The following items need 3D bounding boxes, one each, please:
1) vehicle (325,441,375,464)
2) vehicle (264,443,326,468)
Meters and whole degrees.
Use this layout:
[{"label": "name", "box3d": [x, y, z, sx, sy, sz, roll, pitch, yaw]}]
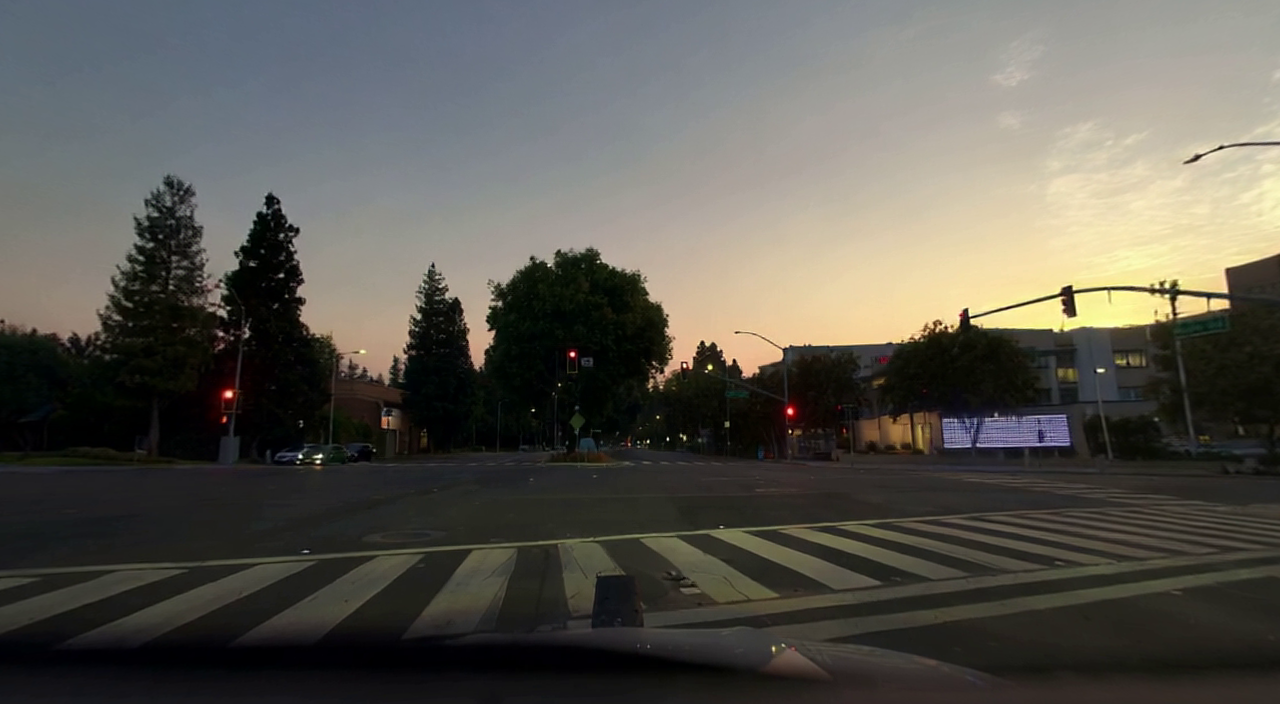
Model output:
[{"label": "vehicle", "box3d": [-22.457, 7.787, 49.049, 2.023, 1.706, 4.756, 1, -9, -6]}, {"label": "vehicle", "box3d": [-21.837, 6.559, 40.149, 2.005, 1.496, 4.020, 1, -9, -6]}]
